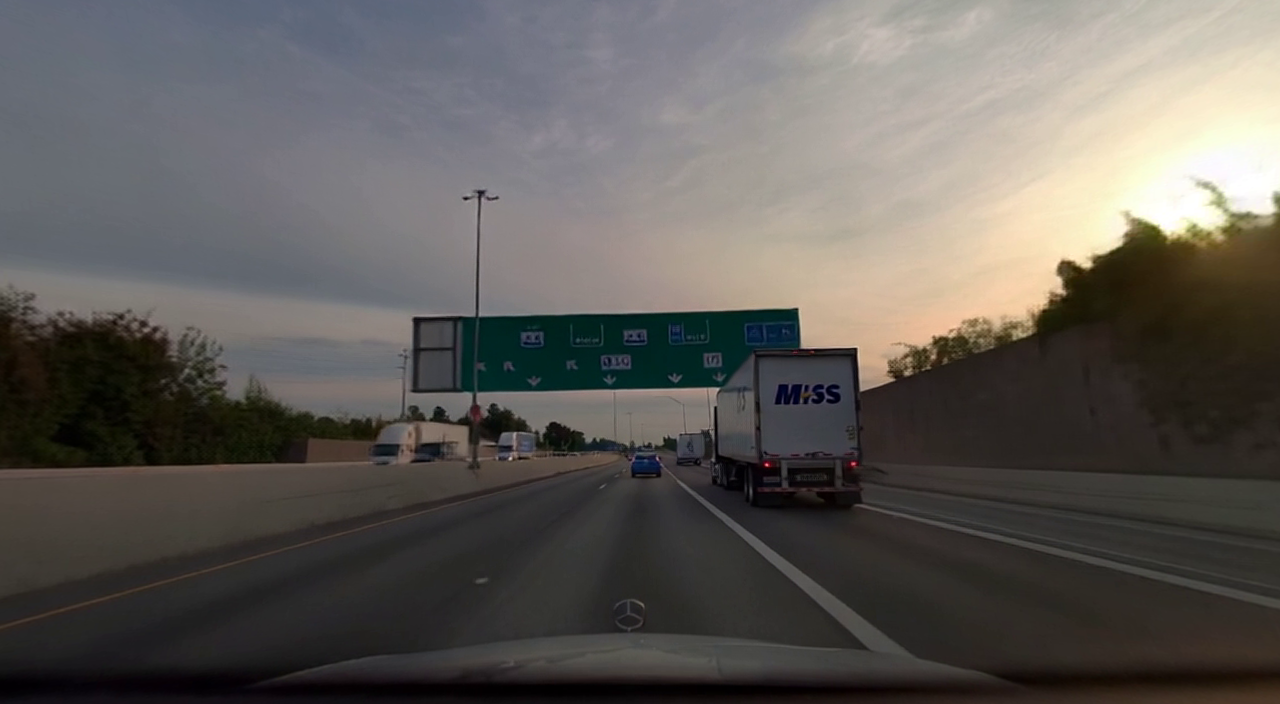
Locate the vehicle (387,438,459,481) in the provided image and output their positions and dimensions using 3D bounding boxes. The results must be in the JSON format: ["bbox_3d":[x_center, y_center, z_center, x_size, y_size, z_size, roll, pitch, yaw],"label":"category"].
[{"bbox_3d":[-13.384,6.673,39.400,2.348,2.494,5.681,0,-9,1],"label":"vehicle"}]

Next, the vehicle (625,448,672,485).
[{"bbox_3d":[0.433,5.518,30.661,2.121,1.642,3.828,0,-9,1],"label":"vehicle"}]

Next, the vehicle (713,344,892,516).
[{"bbox_3d":[4.691,2.926,22.184,3.002,4.104,14.174,0,-9,2],"label":"vehicle"}]
